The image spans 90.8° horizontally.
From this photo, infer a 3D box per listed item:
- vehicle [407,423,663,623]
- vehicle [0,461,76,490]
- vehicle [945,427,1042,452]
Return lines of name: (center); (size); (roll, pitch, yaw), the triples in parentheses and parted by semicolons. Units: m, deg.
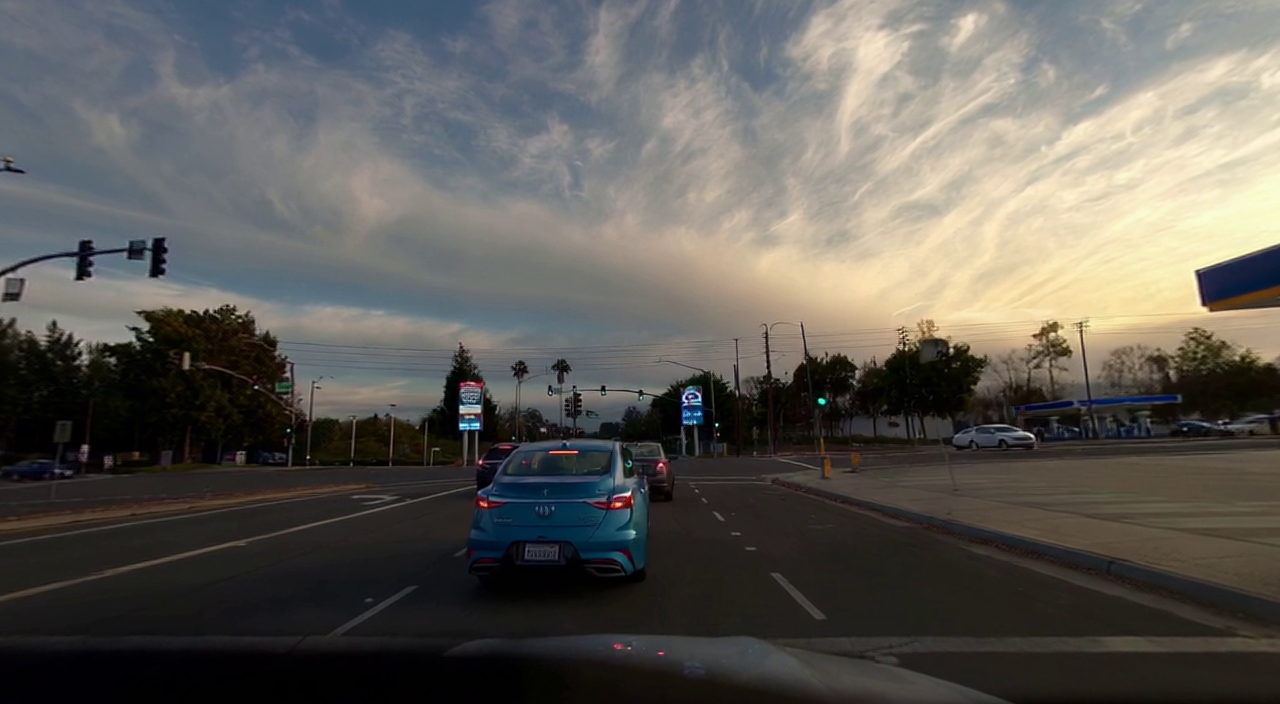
vehicle: (-0.741, 1.650, 7.165); (1.916, 1.510, 4.447); (-1, -8, 3)
vehicle: (-35.336, 6.994, 35.964); (1.796, 1.440, 4.802); (-1, -8, 4)
vehicle: (22.169, 5.522, 39.749); (4.874, 1.502, 2.048); (0, -8, 0)
